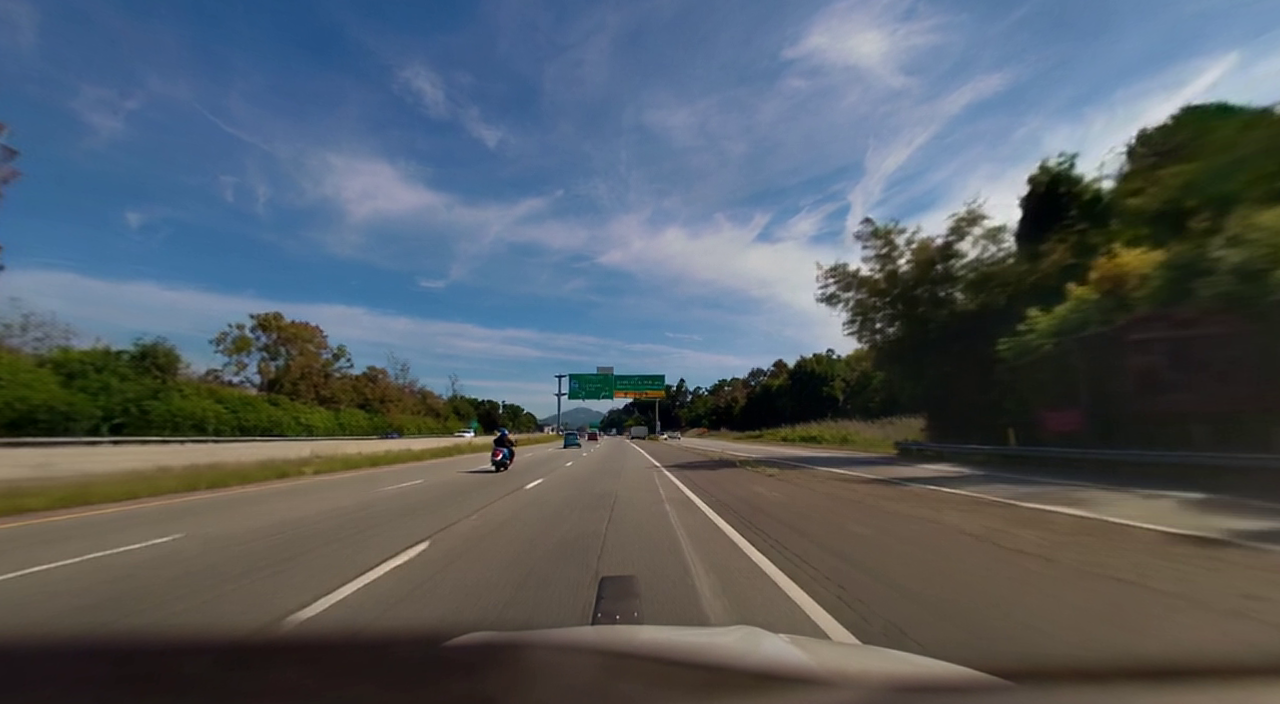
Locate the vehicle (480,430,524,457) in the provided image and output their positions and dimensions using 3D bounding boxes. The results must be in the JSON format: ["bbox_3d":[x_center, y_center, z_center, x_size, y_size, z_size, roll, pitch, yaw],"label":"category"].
[{"bbox_3d":[-8.829,5.895,40.699,1.965,1.605,4.115,0,-8,-1],"label":"vehicle"}]
